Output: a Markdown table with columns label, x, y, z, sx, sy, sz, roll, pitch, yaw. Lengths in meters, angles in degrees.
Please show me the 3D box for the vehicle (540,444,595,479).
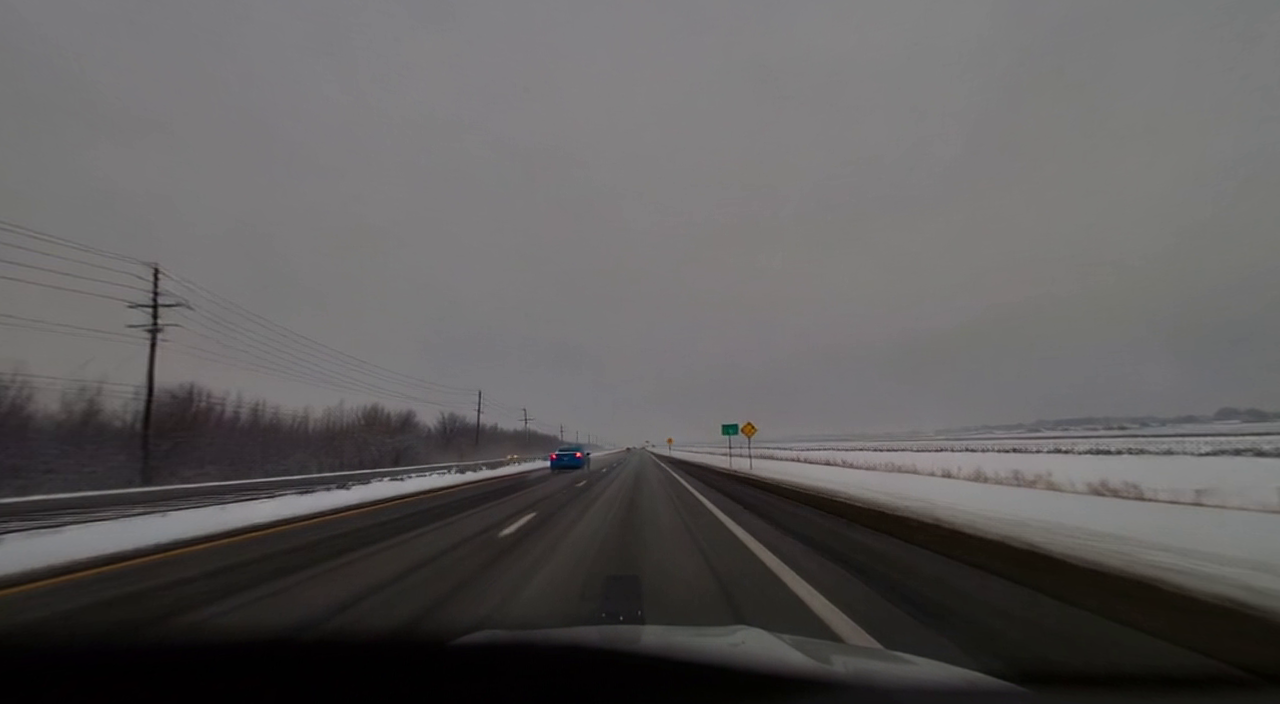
| label | x | y | z | sx | sy | sz | roll | pitch | yaw |
| --- | --- | --- | --- | --- | --- | --- | --- | --- | --- |
| vehicle | -3.453 | 5.330 | 30.921 | 2.106 | 1.543 | 4.465 | 0 | -9 | 1 |
